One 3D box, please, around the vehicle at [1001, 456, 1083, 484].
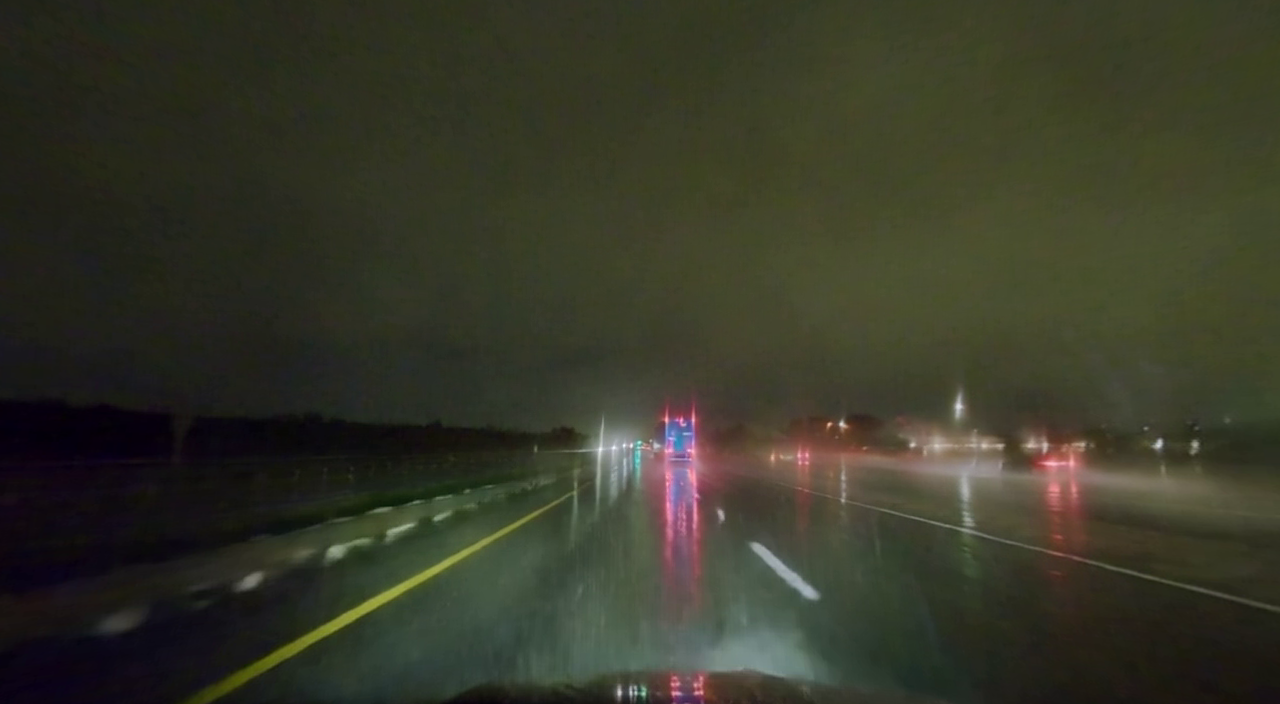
[{"bbox_3d":[23.607,6.918,37.192,1.836,1.499,3.936,1,-9,-8],"label":"vehicle"}]
